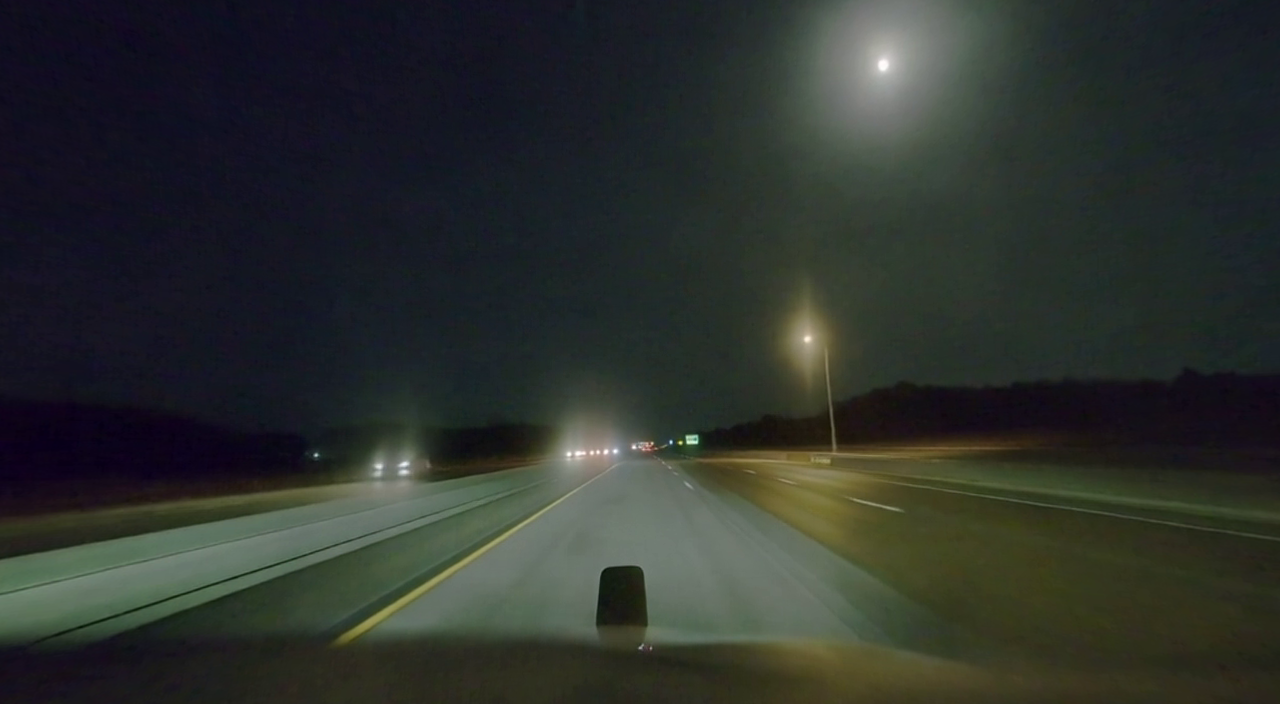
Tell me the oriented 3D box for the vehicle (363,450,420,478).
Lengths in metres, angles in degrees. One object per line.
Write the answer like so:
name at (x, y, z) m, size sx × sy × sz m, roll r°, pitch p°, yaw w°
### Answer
vehicle at (-18.013, 8.097, 46.015) m, size 2.166 × 1.867 × 5.001 m, roll 0°, pitch -8°, yaw 0°
